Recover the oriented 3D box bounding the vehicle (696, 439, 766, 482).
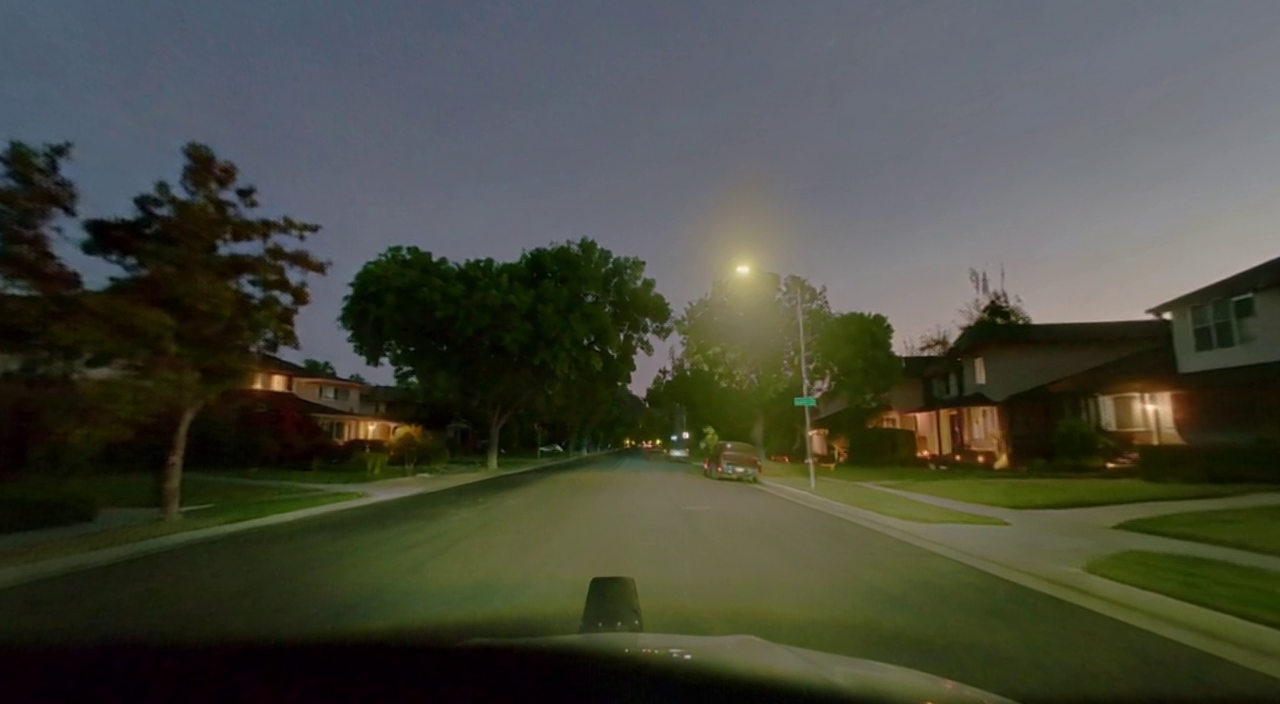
[{"bbox_3d":[3.668,4.489,26.445,2.136,1.596,4.790,0,-9,-1],"label":"vehicle"}]

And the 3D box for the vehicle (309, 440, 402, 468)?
[{"bbox_3d":[-17.115,6.166,38.170,4.607,1.573,2.058,0,-8,-5],"label":"vehicle"}]
